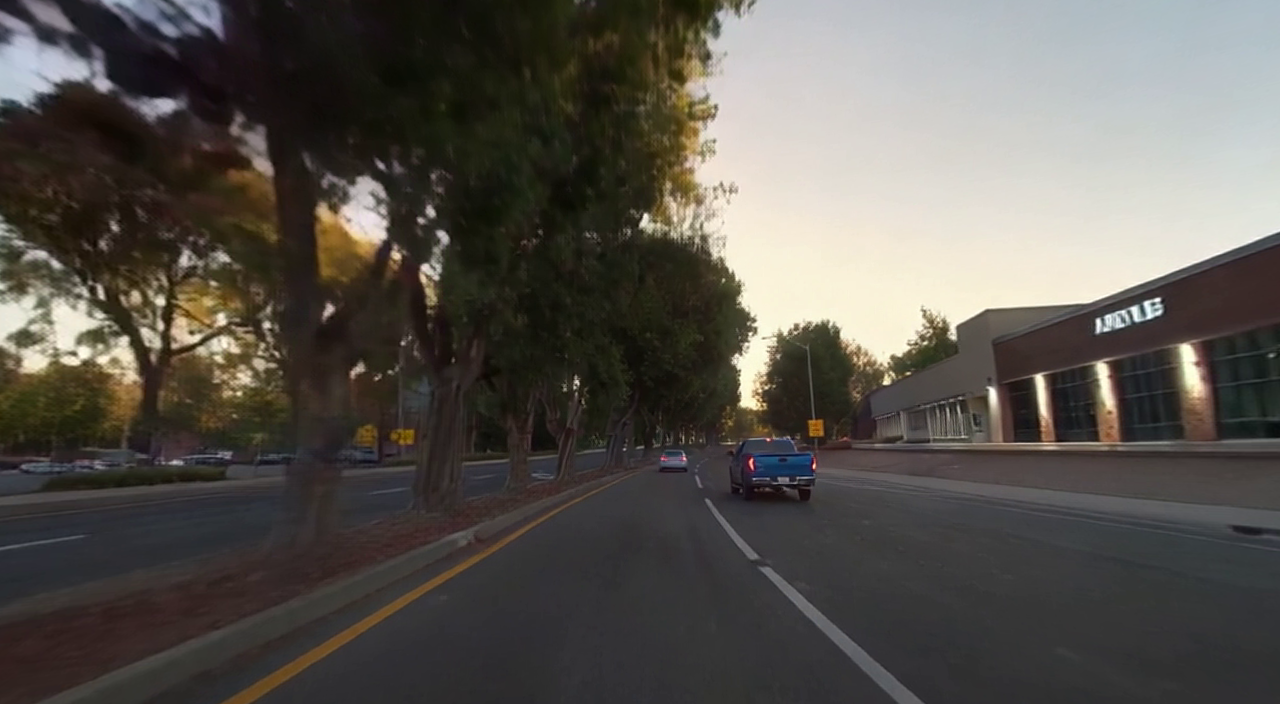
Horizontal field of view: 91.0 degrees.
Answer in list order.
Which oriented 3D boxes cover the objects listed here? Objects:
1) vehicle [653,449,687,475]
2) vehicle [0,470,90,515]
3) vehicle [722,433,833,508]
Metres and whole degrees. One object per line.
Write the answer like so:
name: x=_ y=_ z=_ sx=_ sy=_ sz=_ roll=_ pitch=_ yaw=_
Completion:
vehicle: x=1.925 y=6.835 z=39.333 sx=1.968 sy=1.521 sz=4.262 roll=0 pitch=-9 yaw=4
vehicle: x=-24.613 y=5.466 z=24.670 sx=1.890 sy=1.519 sz=4.431 roll=0 pitch=-9 yaw=4
vehicle: x=3.987 y=3.553 z=19.468 sx=2.367 sy=1.919 sz=5.651 roll=0 pitch=-9 yaw=2
